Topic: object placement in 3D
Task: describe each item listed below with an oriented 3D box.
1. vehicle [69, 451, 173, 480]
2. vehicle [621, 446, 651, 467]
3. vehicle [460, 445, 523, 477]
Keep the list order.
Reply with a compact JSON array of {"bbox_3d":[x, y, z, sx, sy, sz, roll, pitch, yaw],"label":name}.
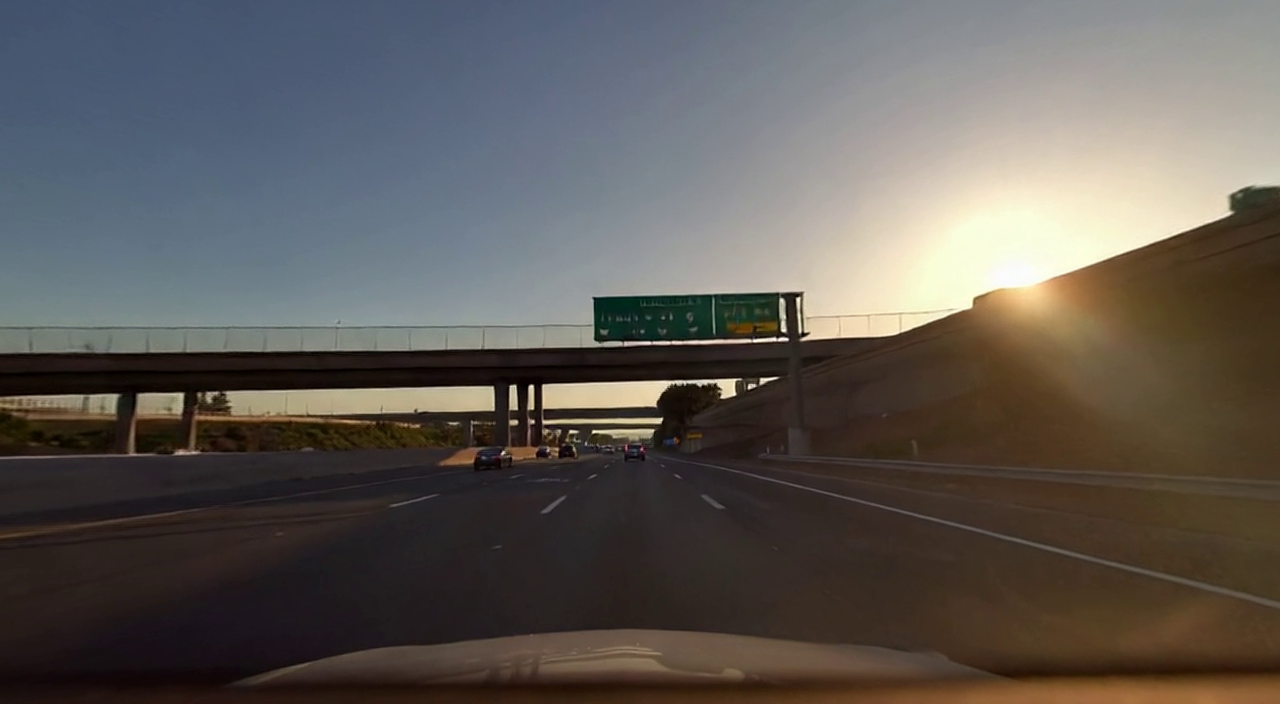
[{"bbox_3d":[-28.552,6.242,35.066,1.841,1.468,4.634,0,-9,0],"label":"vehicle"},{"bbox_3d":[-0.344,7.672,46.599,2.086,1.472,4.168,0,-9,-1],"label":"vehicle"},{"bbox_3d":[-7.238,5.369,31.403,1.994,1.487,4.605,0,-9,0],"label":"vehicle"}]
